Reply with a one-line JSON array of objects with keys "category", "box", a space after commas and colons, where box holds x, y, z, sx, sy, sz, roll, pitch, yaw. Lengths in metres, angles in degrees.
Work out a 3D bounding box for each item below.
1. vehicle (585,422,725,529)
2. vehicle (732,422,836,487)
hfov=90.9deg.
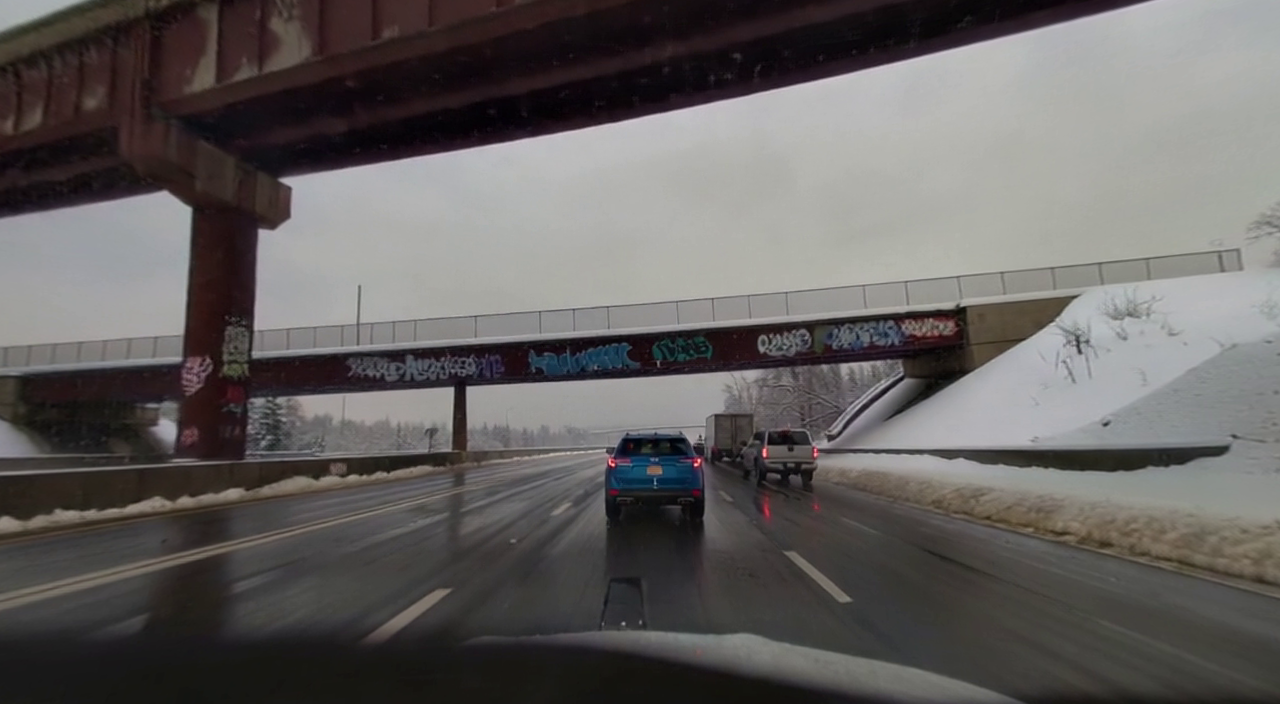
[{"category": "vehicle", "box": [0.268, 2.235, 11.922, 2.193, 1.651, 3.946, 0, -8, 1]}, {"category": "vehicle", "box": [4.726, 3.494, 21.773, 2.311, 1.922, 5.977, -1, -8, 1]}]
